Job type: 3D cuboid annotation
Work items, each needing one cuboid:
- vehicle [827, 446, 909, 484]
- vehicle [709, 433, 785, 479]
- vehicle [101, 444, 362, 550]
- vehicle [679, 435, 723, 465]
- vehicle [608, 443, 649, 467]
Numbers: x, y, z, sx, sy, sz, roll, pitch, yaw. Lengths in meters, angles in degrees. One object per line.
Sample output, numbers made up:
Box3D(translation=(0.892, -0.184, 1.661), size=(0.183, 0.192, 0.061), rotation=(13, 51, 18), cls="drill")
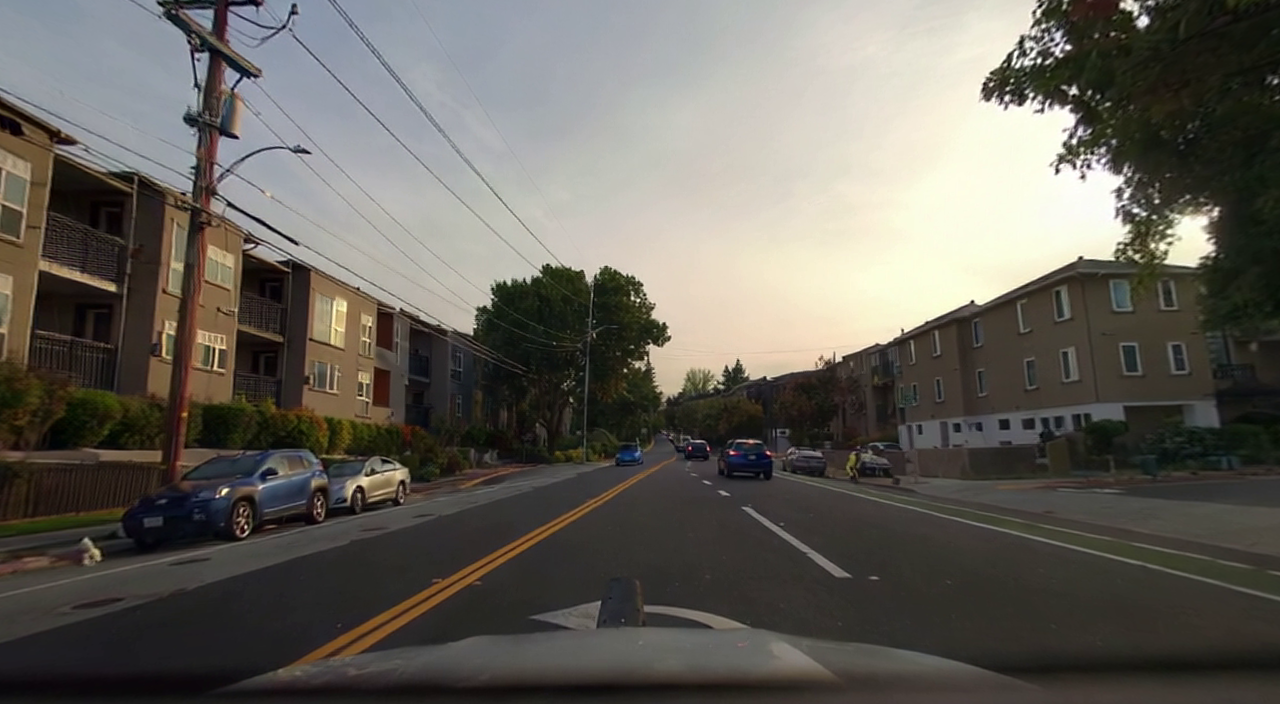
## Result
Box3D(translation=(9.884, 4.901, 27.608), size=(1.935, 1.478, 4.711), rotation=(0, -8, 1), cls="vehicle")
Box3D(translation=(4.311, 4.312, 26.233), size=(2.306, 1.719, 4.805), rotation=(0, -8, 0), cls="vehicle")
Box3D(translation=(-8.224, 2.895, 13.398), size=(2.381, 1.825, 4.652), rotation=(0, -8, 0), cls="vehicle")
Box3D(translation=(4.022, 6.596, 42.310), size=(2.368, 1.840, 4.896), rotation=(0, -8, -1), cls="vehicle")
Box3D(translation=(-0.681, 6.753, 41.421), size=(2.155, 1.436, 4.501), rotation=(-1, -8, 6), cls="vehicle")
